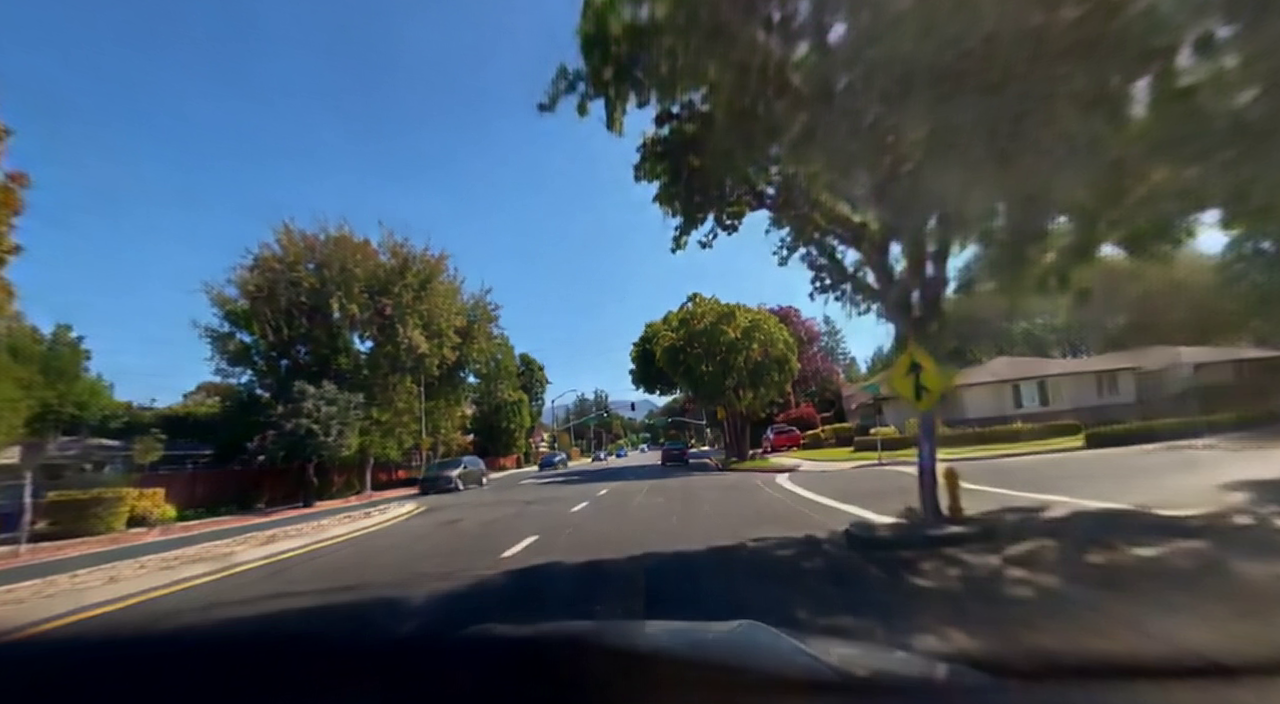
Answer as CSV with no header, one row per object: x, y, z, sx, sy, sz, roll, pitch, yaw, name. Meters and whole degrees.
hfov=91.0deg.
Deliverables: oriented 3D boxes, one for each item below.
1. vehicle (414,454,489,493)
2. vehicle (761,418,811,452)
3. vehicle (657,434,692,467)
-9.576,6.188,32.398,2.014,1.734,4.482,-2,-8,7,vehicle
10.643,6.183,46.463,2.531,2.263,6.802,-1,-8,4,vehicle
2.250,6.295,40.357,2.059,1.908,4.714,-1,-8,5,vehicle
